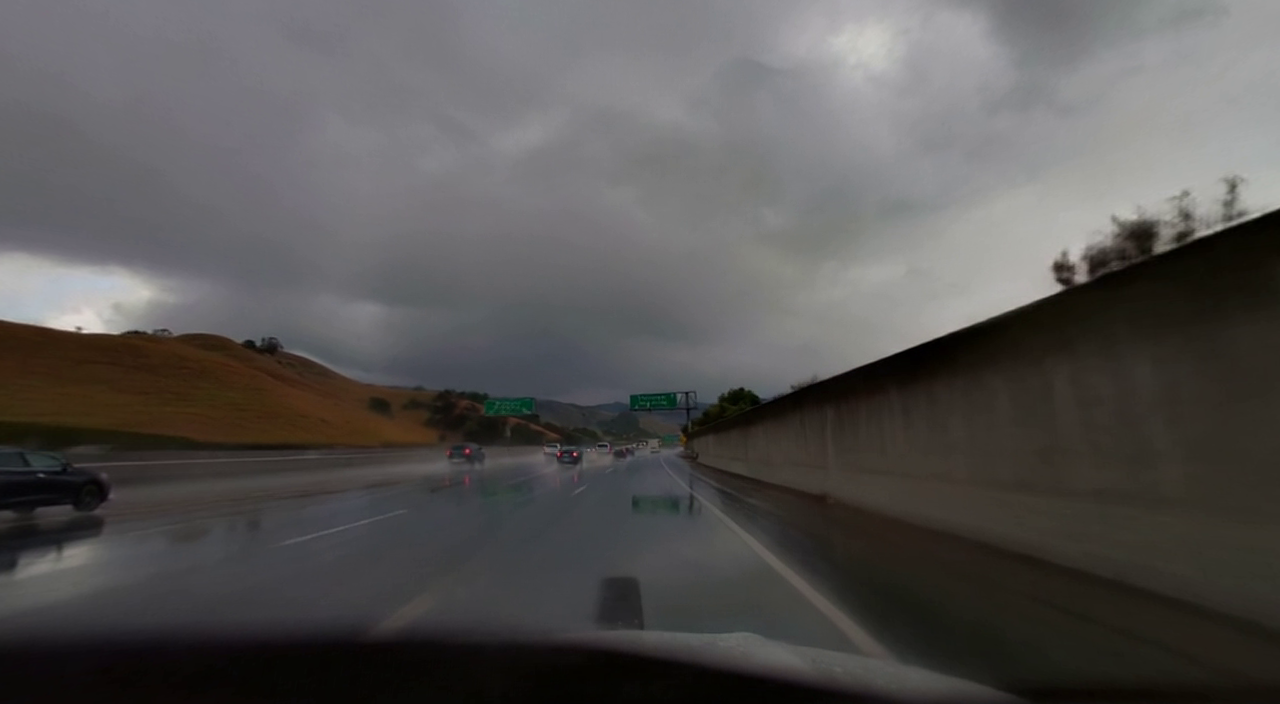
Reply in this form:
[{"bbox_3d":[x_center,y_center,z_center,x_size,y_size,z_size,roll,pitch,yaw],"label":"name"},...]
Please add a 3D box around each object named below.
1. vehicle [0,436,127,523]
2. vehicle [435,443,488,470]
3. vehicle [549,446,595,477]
[{"bbox_3d":[-13.090,2.480,12.432,2.035,1.630,4.527,0,-8,2],"label":"vehicle"},{"bbox_3d":[-12.053,7.067,42.935,2.076,1.766,4.831,0,-8,1],"label":"vehicle"},{"bbox_3d":[-3.514,5.738,33.365,1.931,1.492,4.076,0,-8,1],"label":"vehicle"}]
